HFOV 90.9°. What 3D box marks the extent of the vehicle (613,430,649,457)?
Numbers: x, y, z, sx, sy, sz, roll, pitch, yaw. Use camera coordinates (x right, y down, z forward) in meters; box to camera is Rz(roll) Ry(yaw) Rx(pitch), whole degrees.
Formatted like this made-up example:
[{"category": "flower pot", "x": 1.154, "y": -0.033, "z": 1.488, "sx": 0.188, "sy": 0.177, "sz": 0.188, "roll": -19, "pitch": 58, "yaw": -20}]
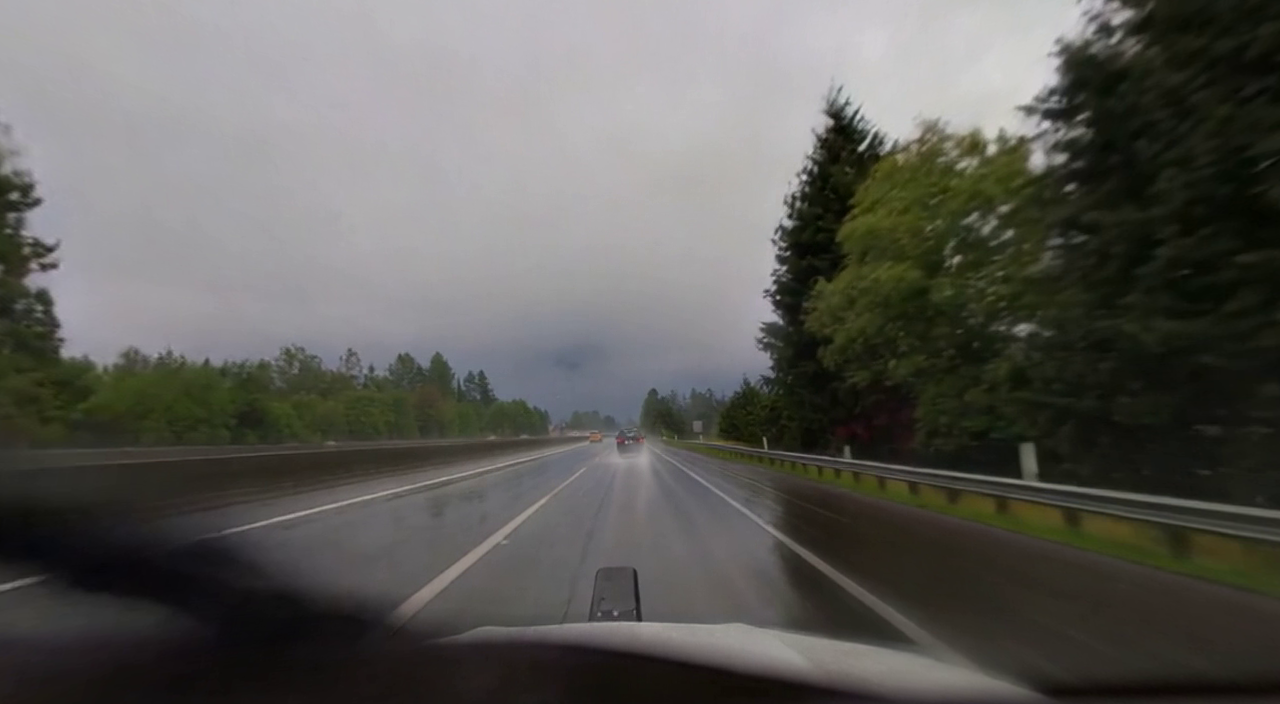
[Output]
[{"category": "vehicle", "x": -0.587, "y": 5.737, "z": 39.634, "sx": 2.151, "sy": 1.618, "sz": 3.898, "roll": 0, "pitch": -8, "yaw": -2}]
